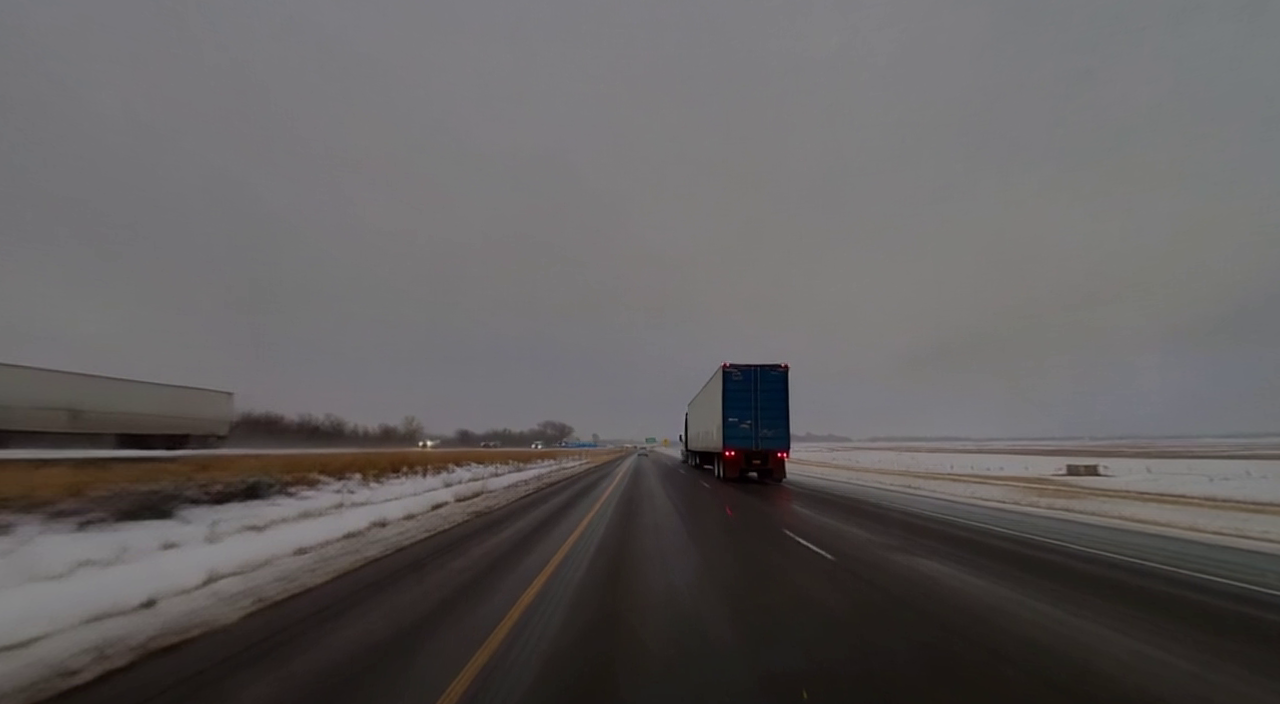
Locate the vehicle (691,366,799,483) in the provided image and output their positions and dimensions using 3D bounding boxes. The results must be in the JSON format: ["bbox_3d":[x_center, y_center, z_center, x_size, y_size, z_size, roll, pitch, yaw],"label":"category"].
[{"bbox_3d":[4.285,3.568,29.065,2.818,4.206,12.987,0,-9,0],"label":"vehicle"}]

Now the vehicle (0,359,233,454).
[{"bbox_3d":[-29.321,3.501,34.676,2.885,4.071,16.500,0,-9,0],"label":"vehicle"}]
